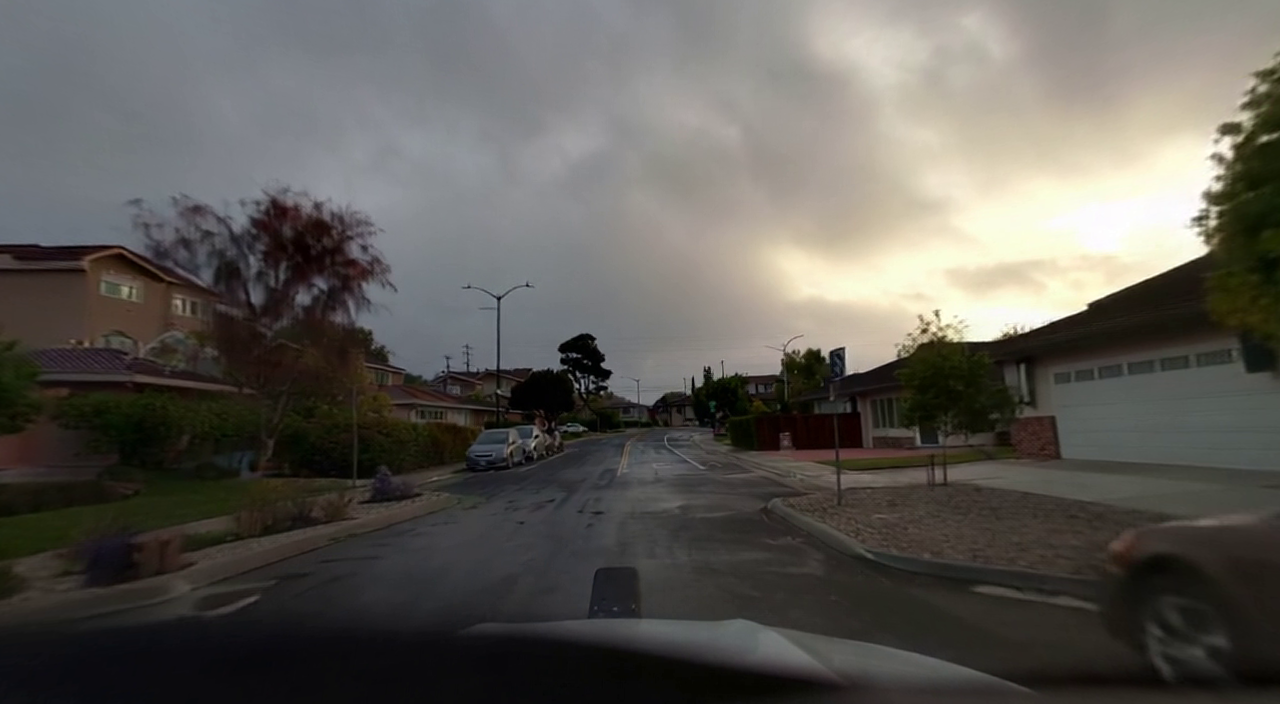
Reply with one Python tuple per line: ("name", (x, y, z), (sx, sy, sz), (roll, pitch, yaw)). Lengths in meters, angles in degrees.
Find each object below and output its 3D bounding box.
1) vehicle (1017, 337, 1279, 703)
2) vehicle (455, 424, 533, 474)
("vehicle", (3.302, 0.642, 1.270), (2.073, 1.619, 4.574), (0, -8, -3))
("vehicle", (-5.663, 3.800, 25.024), (2.147, 1.780, 4.165), (0, -8, -1))
